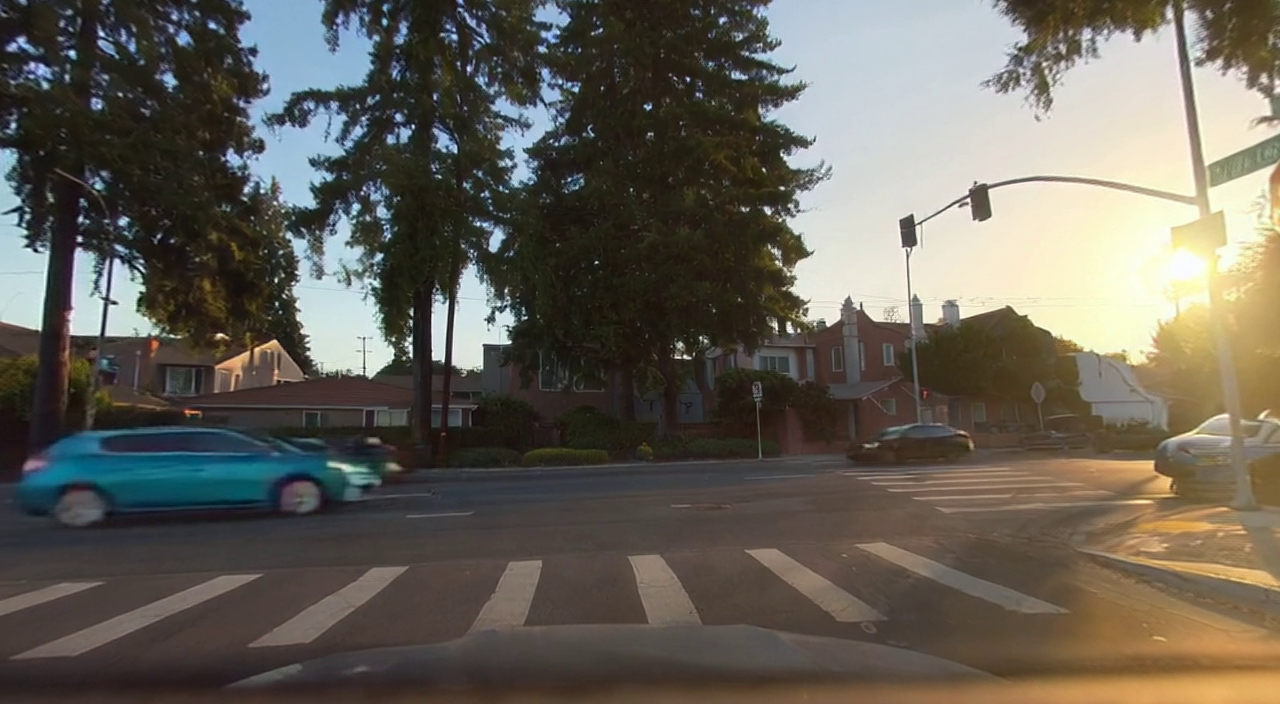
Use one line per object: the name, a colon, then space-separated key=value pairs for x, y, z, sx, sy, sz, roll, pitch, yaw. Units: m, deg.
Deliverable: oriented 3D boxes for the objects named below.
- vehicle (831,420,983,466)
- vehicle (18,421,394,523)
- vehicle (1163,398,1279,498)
vehicle: x=9.172 y=3.145 z=21.850 sx=4.548 sy=1.469 sz=1.864 roll=2 pitch=-9 yaw=-13
vehicle: x=-7.048 y=2.005 z=11.031 sx=4.990 sy=1.454 sz=1.875 roll=3 pitch=-9 yaw=-23
vehicle: x=12.805 y=1.803 z=11.965 sx=4.208 sy=1.685 sz=2.014 roll=1 pitch=-8 yaw=-8
